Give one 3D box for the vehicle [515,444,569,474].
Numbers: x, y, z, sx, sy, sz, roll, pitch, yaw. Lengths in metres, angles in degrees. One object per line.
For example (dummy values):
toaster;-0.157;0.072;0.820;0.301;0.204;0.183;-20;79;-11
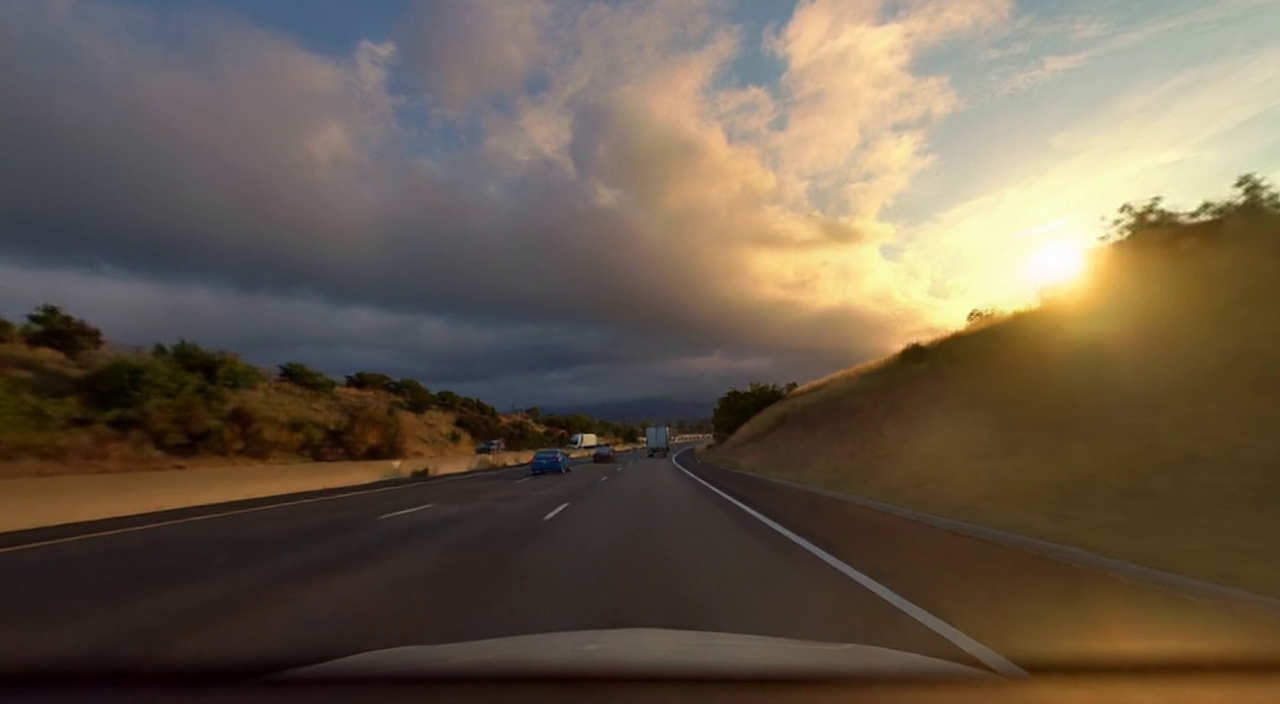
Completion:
vehicle;-5.031;5.556;32.979;2.078;1.469;4.371;0;-9;0
